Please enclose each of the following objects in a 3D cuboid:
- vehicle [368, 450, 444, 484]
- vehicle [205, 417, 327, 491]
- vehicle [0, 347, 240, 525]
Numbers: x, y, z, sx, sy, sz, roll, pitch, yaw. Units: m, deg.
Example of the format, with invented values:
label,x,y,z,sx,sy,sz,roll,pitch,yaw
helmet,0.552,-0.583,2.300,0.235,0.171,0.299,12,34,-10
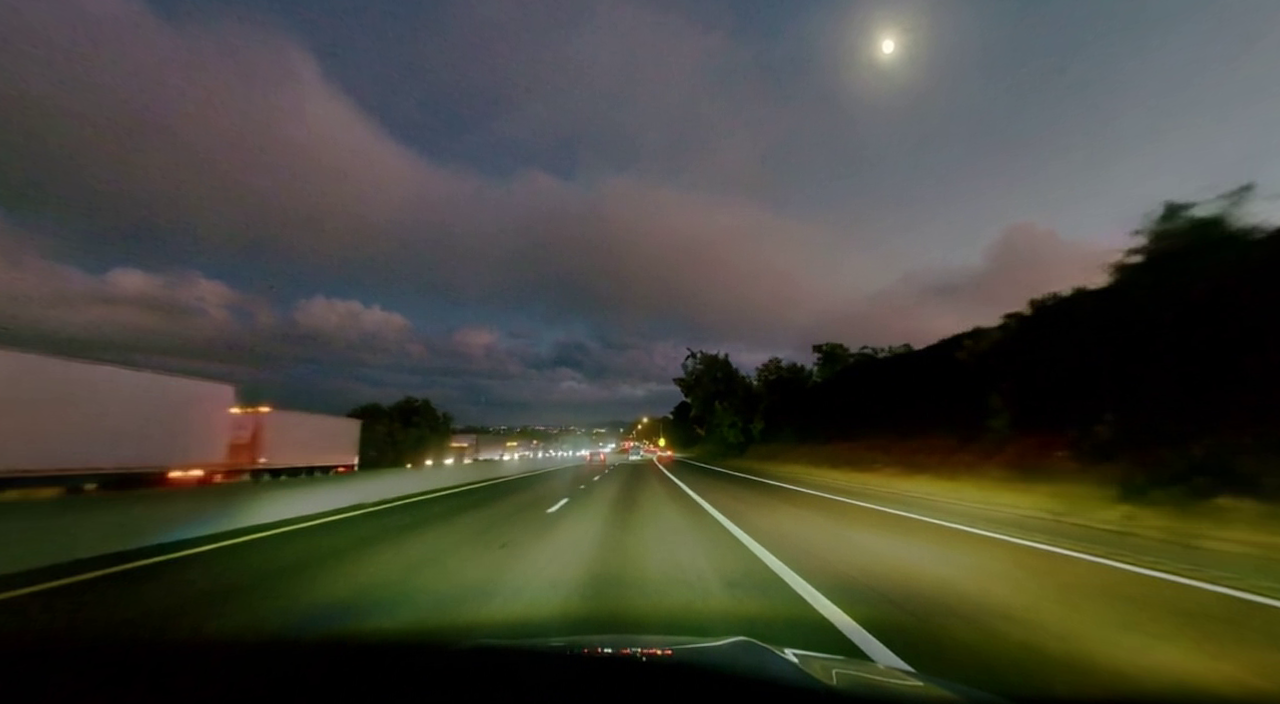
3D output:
label,x,y,z,sx,sy,sz,roll,pitch,yaw
vehicle,-11.310,5.584,30.799,2.078,1.522,4.275,0,-9,0
vehicle,-20.012,5.522,34.249,2.891,3.645,6.006,0,-9,-2
vehicle,-16.233,2.145,15.873,2.888,4.057,14.334,0,-9,0
